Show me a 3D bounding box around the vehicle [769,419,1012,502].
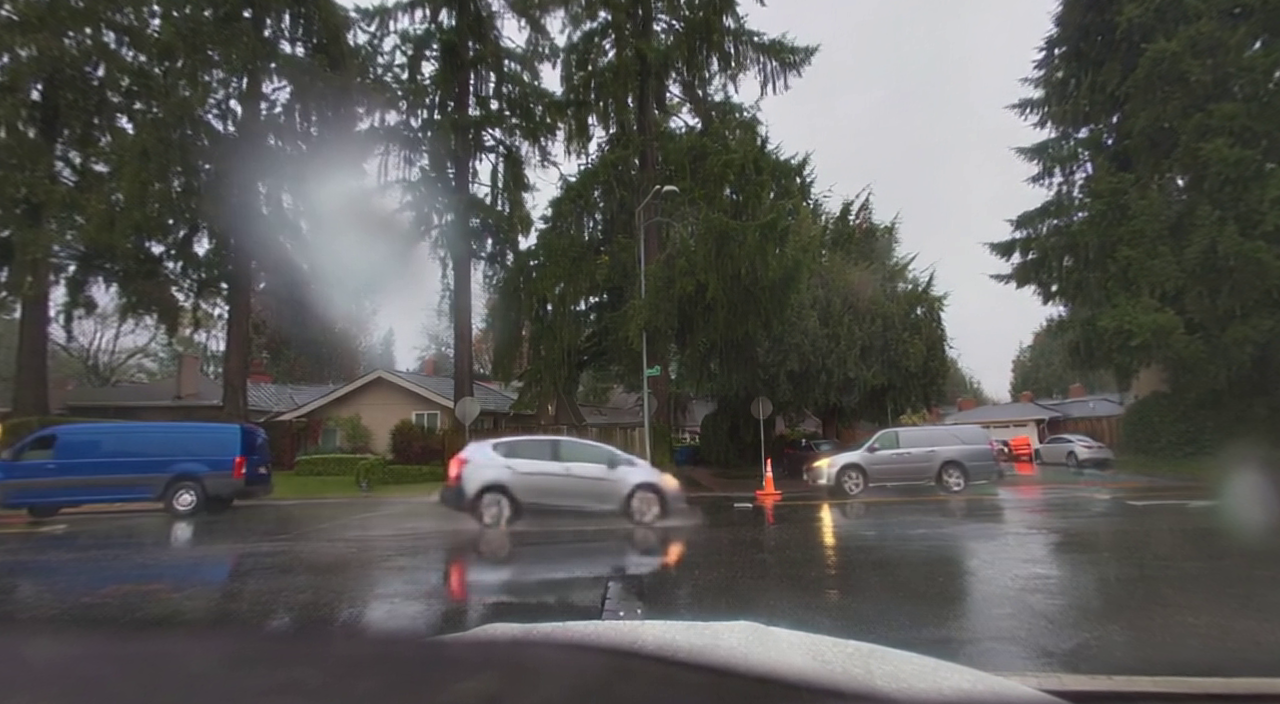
[{"bbox_3d":[5.968,2.621,15.492,5.047,1.851,2.103,1,-9,-6],"label":"vehicle"}]

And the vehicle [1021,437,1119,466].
[{"bbox_3d":[22.657,5.255,33.375,3.863,1.453,1.826,1,-8,-4],"label":"vehicle"}]

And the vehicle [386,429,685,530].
[{"bbox_3d":[-1.674,2.171,11.107,4.684,1.556,2.087,0,-8,-3],"label":"vehicle"}]

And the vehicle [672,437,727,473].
[{"bbox_3d":[2.577,4.582,28.318,1.745,1.461,4.074,1,-9,-5],"label":"vehicle"}]

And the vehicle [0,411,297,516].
[{"bbox_3d":[-14.135,3.079,17.223,7.824,2.323,2.863,-2,-10,-3],"label":"vehicle"}]

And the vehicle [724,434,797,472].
[{"bbox_3d":[5.275,4.498,28.301,2.007,1.555,4.204,1,-9,-7],"label":"vehicle"}]
